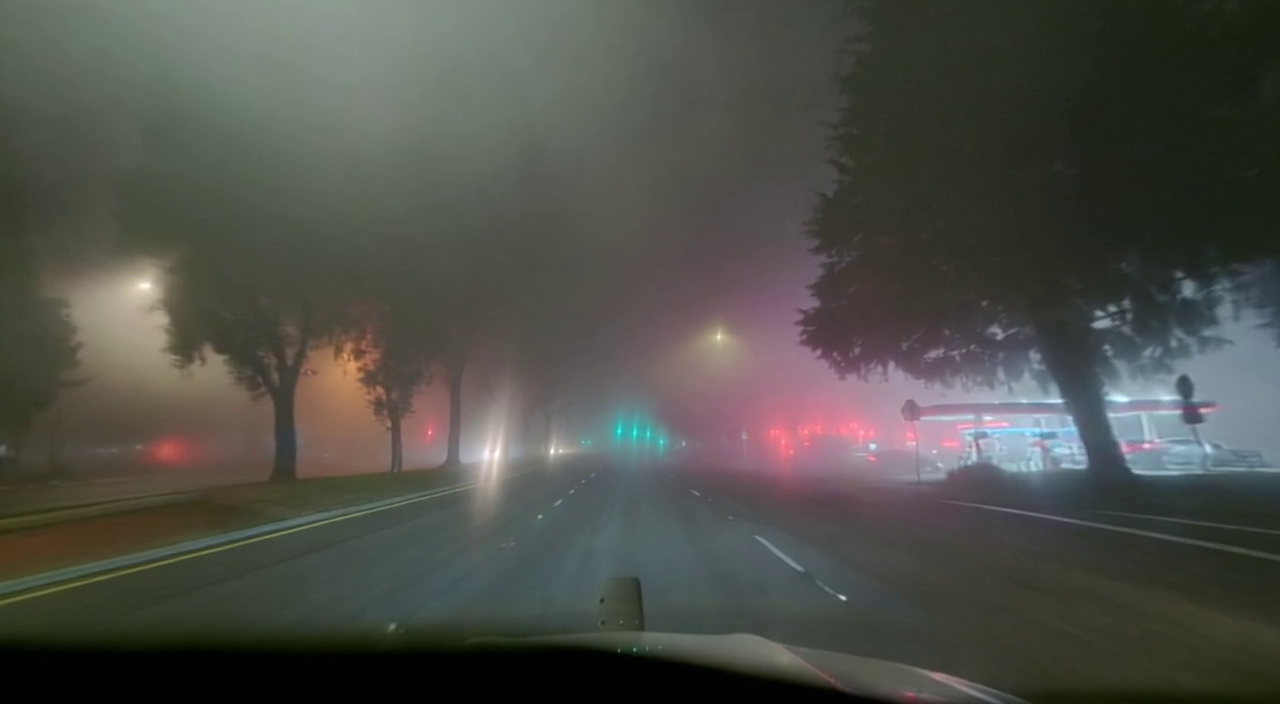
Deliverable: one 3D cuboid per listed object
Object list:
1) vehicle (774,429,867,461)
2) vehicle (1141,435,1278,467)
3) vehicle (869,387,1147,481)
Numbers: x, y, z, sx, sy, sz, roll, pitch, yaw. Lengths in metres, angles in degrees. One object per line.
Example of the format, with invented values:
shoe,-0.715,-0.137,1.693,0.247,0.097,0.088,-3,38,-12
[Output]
vehicle,13.118,6.812,46.313,6.063,2.313,2.534,0,-8,1
vehicle,27.470,4.778,30.585,4.610,1.467,2.005,0,-8,1
vehicle,14.230,3.262,25.014,9.127,3.409,2.992,1,-8,-2
